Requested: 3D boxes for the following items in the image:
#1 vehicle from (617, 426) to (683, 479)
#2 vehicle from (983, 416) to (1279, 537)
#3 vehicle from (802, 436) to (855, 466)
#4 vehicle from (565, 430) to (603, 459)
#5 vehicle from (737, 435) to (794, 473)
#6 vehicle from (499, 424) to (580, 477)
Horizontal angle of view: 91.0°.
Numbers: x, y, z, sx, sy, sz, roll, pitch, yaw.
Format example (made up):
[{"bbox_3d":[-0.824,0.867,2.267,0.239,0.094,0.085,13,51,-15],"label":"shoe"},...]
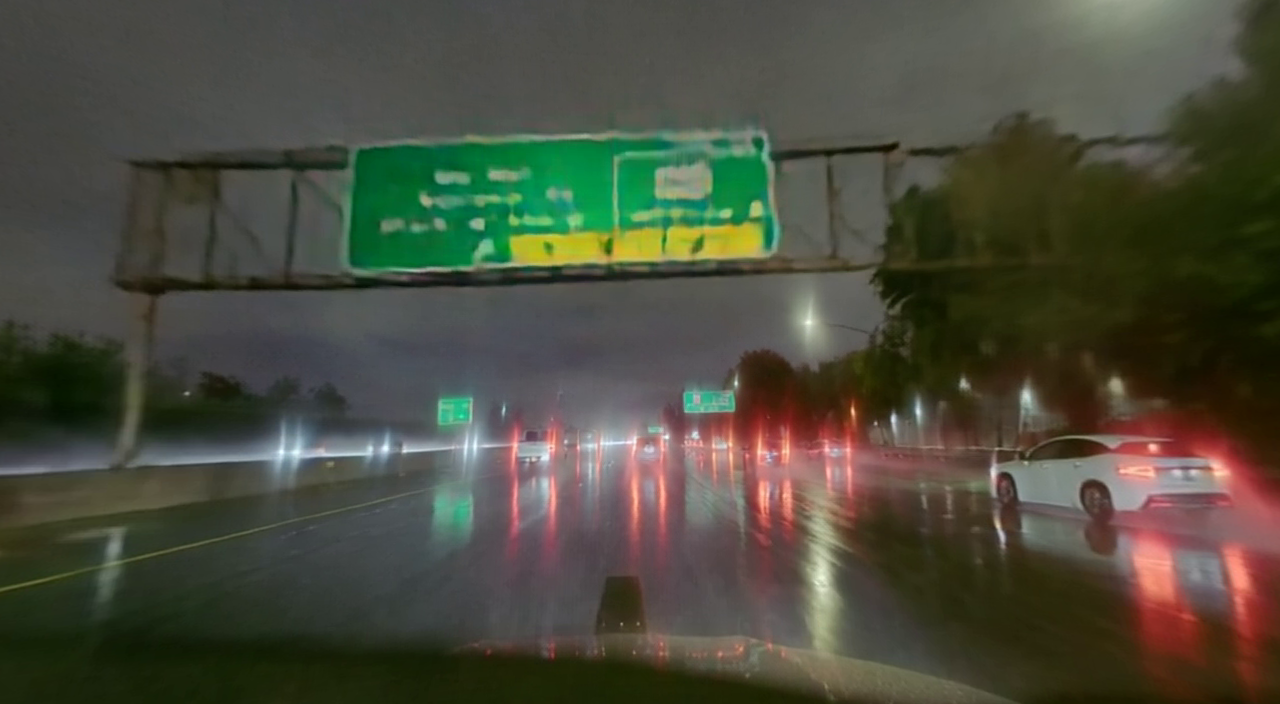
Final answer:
[{"bbox_3d":[0.377,3.654,23.062,2.181,1.728,3.970,0,-9,1],"label":"vehicle"},{"bbox_3d":[7.716,1.930,10.273,1.989,1.569,3.964,0,-9,0],"label":"vehicle"},{"bbox_3d":[11.921,6.287,40.071,2.010,1.765,4.375,0,-9,0],"label":"vehicle"},{"bbox_3d":[-4.250,7.189,48.941,2.317,2.049,5.746,0,-9,1],"label":"vehicle"},{"bbox_3d":[6.120,5.020,31.144,2.022,1.682,4.226,0,-9,1],"label":"vehicle"},{"bbox_3d":[-3.667,3.724,23.933,2.199,1.777,4.790,0,-9,1],"label":"vehicle"}]
